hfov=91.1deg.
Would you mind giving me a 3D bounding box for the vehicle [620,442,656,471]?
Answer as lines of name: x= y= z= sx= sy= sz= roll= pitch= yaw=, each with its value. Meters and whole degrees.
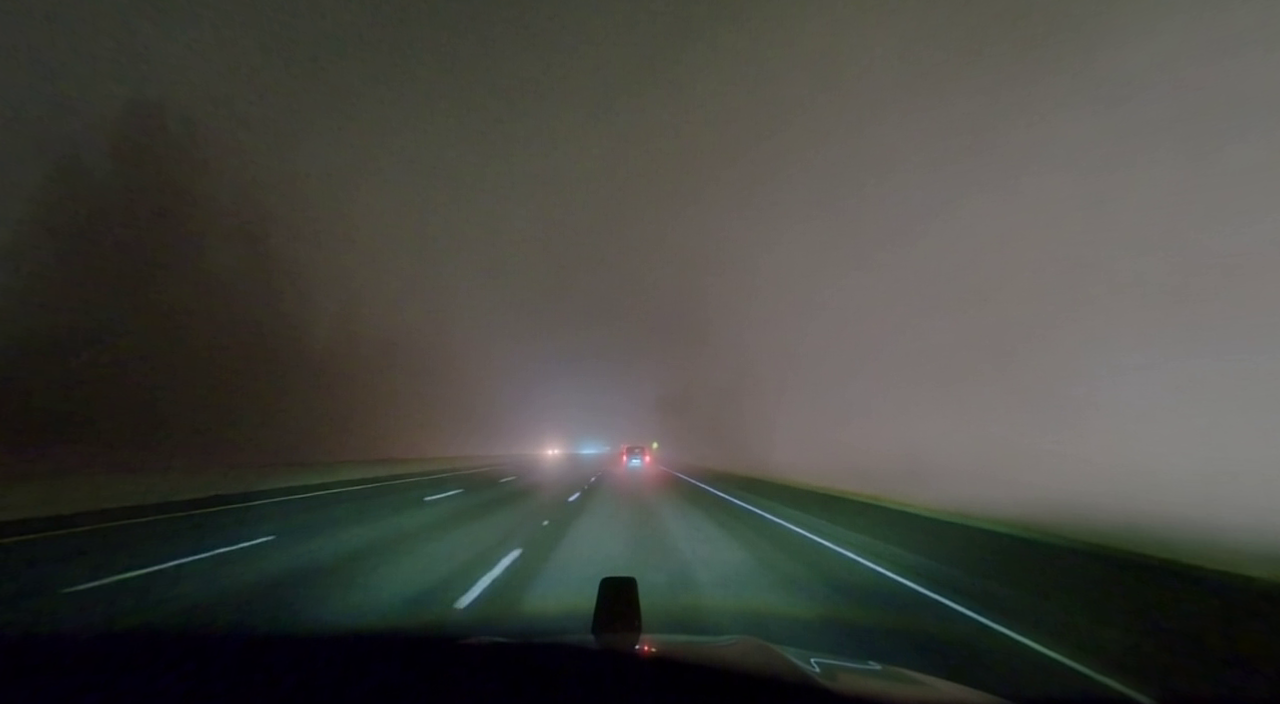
vehicle: x=-0.153 y=6.540 z=39.428 sx=2.120 sy=1.715 sz=4.153 roll=0 pitch=-9 yaw=-1
